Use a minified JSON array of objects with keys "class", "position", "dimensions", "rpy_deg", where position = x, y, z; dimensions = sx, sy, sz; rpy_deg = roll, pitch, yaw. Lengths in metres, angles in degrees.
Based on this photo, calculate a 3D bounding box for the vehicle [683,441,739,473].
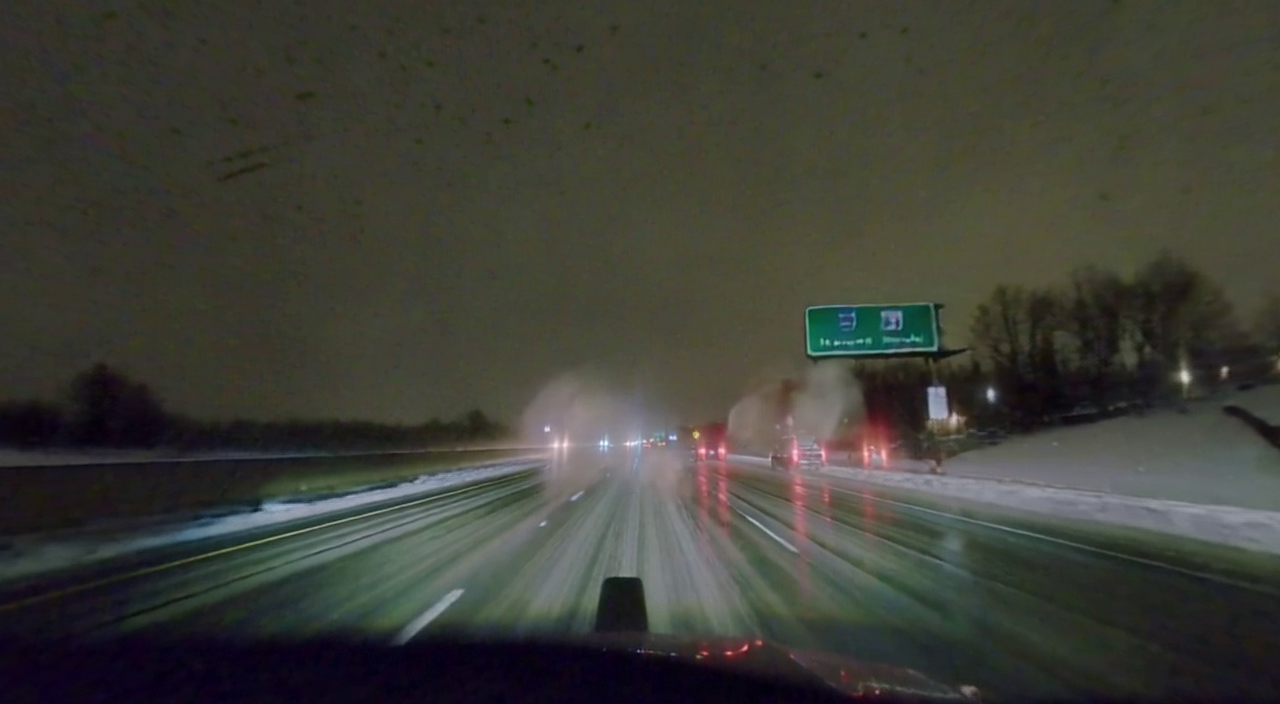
[{"class":"vehicle","position":[3.485,5.271,31.893],"dimensions":[2.193,1.462,4.533],"rpy_deg":[0,-8,-1]}]
